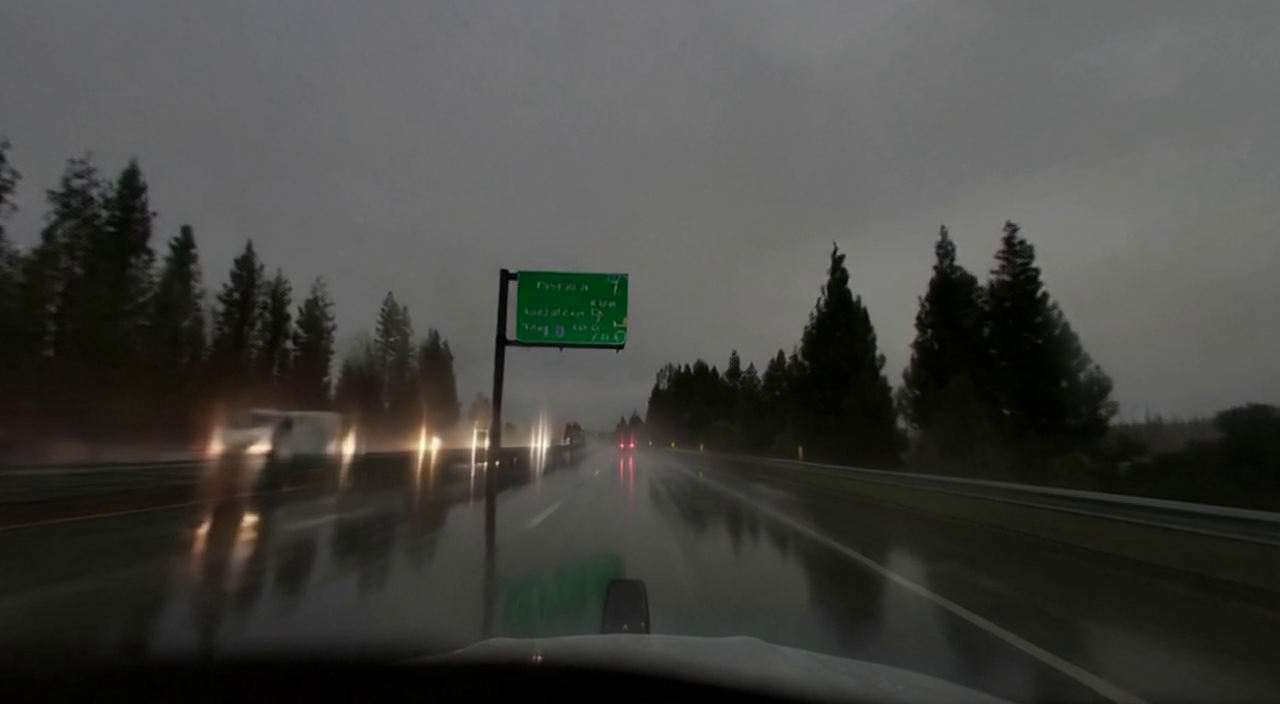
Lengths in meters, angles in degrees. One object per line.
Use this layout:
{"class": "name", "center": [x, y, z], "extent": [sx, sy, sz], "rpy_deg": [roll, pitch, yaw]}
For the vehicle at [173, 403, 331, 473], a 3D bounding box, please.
{"class": "vehicle", "center": [-16.283, 3.727, 27.073], "extent": [2.357, 2.600, 7.018], "rpy_deg": [0, -8, -1]}
